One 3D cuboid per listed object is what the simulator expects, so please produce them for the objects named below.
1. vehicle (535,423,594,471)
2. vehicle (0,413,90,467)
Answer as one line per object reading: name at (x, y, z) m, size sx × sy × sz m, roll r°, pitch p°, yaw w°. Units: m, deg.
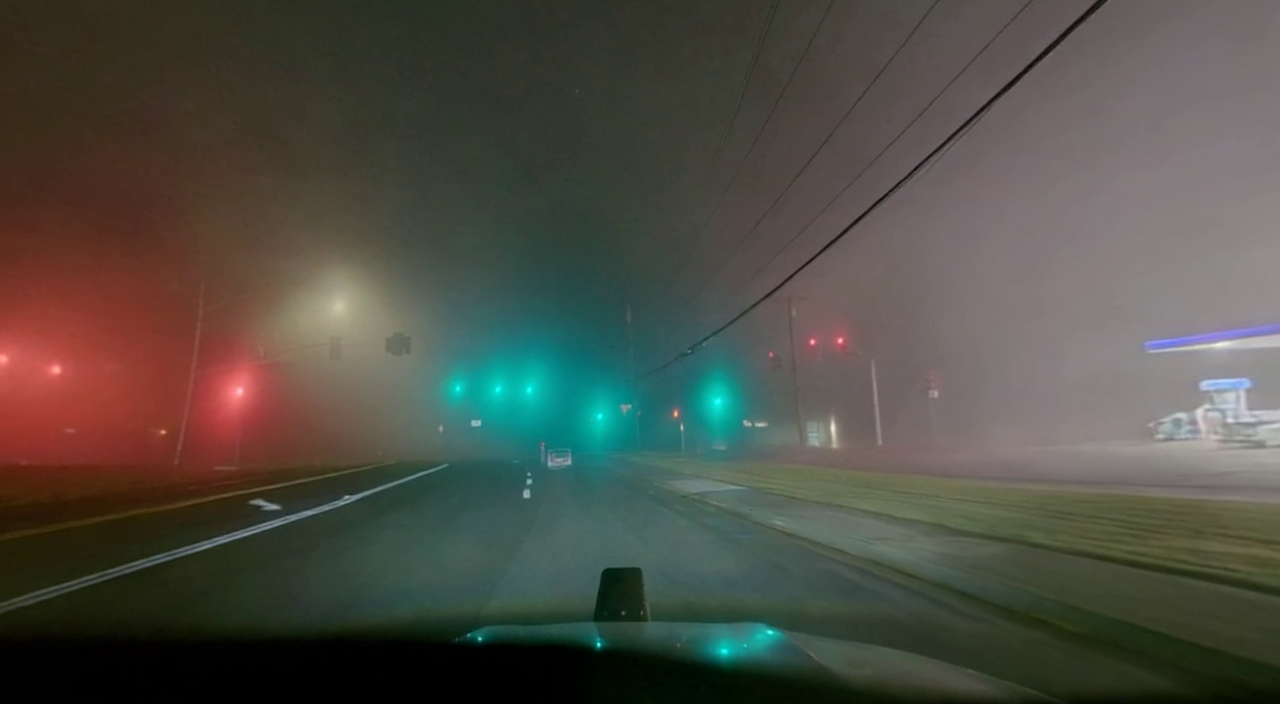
vehicle at (-3.355, 4.089, 27.142) m, size 2.300 × 1.868 × 4.690 m, roll 1°, pitch -8°, yaw -9°
vehicle at (-30.244, 4.469, 31.844) m, size 2.427 × 2.514 × 2.560 m, roll -6°, pitch -9°, yaw 24°
